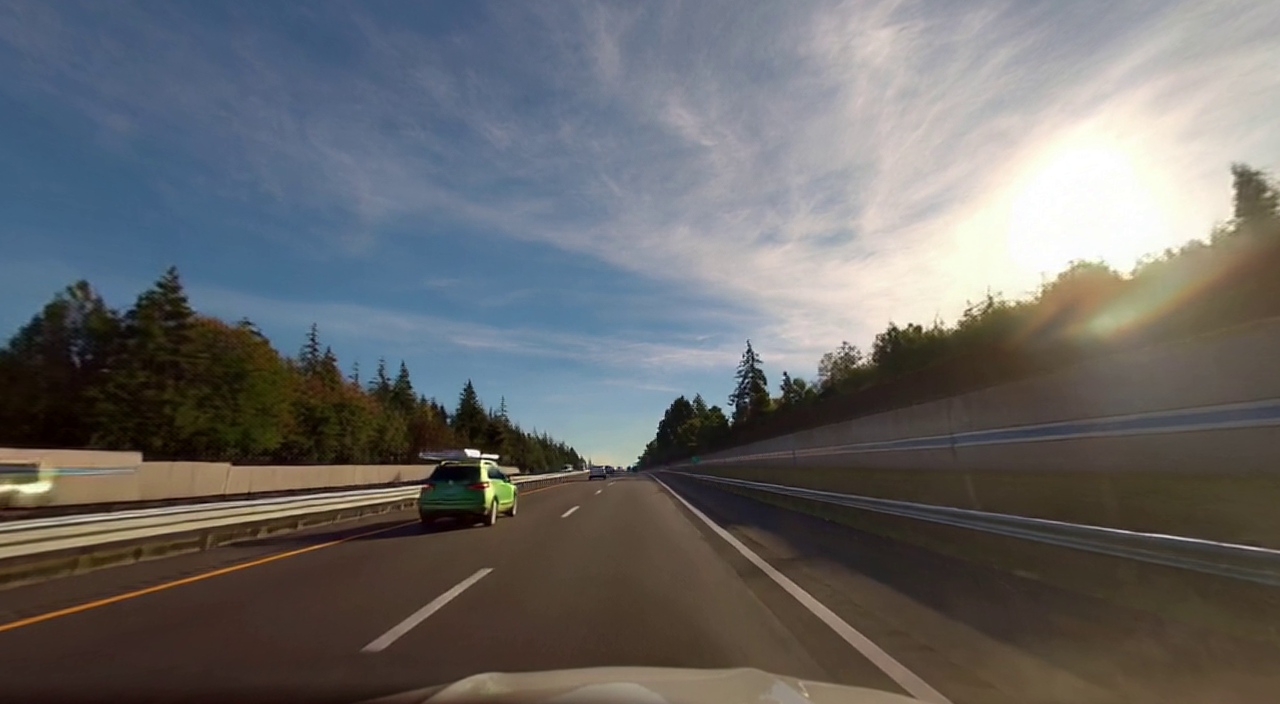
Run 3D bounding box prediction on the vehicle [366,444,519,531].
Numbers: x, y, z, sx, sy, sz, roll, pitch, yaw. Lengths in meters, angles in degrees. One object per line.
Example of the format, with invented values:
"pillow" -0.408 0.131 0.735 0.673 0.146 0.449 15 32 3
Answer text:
"vehicle" -4.254 3.029 14.422 2.022 1.650 4.331 0 -10 1
